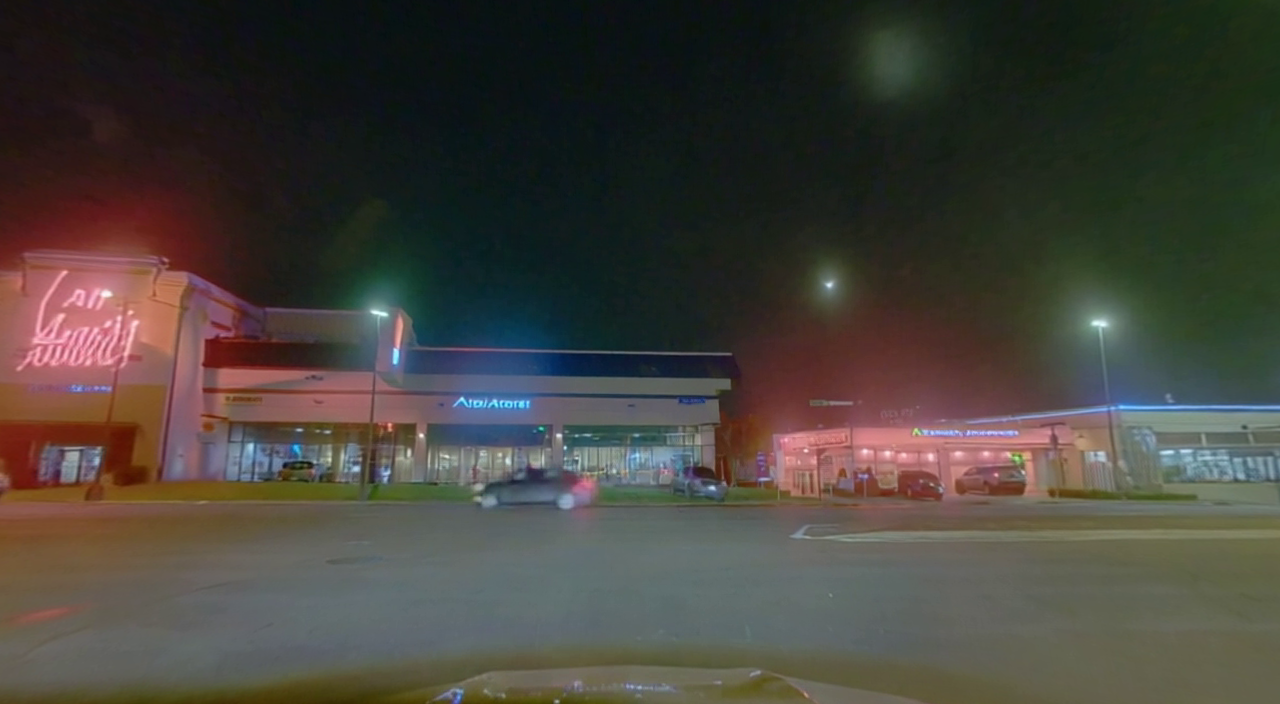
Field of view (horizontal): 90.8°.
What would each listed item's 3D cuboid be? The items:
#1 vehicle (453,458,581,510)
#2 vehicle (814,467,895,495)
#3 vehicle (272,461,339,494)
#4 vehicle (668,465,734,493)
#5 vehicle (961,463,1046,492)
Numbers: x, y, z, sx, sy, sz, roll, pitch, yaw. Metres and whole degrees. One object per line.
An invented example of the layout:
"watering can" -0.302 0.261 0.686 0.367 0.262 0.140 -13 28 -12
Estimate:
"vehicle" -4.109 4.493 21.694 4.073 1.609 1.813 1 -9 -4
"vehicle" 13.044 7.851 38.675 1.791 1.453 4.593 5 -10 -29
"vehicle" -19.947 7.415 37.570 4.596 1.680 1.936 -7 -11 41
"vehicle" 3.675 7.764 38.864 1.812 1.468 4.519 5 -10 -28
"vehicle" 25.818 8.906 44.979 4.838 1.799 1.914 -7 -11 39
